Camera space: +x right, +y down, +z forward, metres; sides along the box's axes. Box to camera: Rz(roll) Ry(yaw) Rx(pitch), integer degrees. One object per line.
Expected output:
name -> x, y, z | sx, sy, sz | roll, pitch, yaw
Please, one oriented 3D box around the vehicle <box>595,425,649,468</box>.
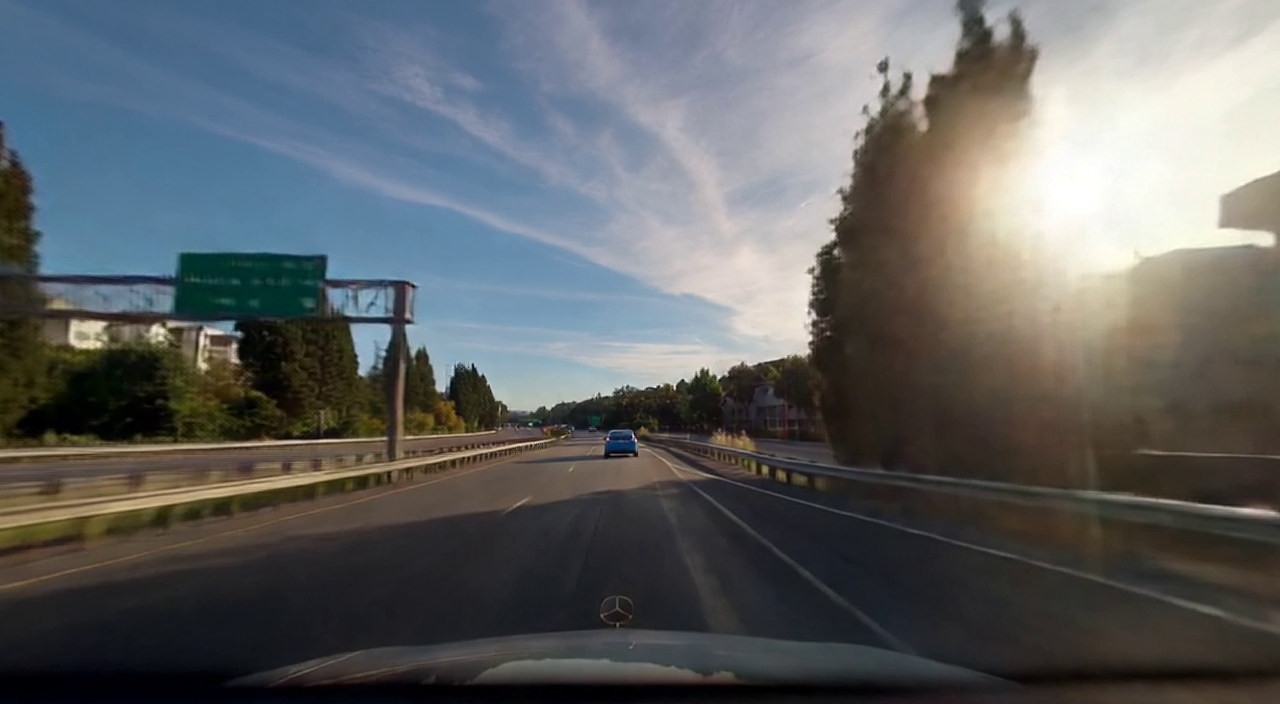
vehicle -> -0.746, 3.838, 25.753 | 2.020, 1.633, 3.942 | 0, -8, -2
